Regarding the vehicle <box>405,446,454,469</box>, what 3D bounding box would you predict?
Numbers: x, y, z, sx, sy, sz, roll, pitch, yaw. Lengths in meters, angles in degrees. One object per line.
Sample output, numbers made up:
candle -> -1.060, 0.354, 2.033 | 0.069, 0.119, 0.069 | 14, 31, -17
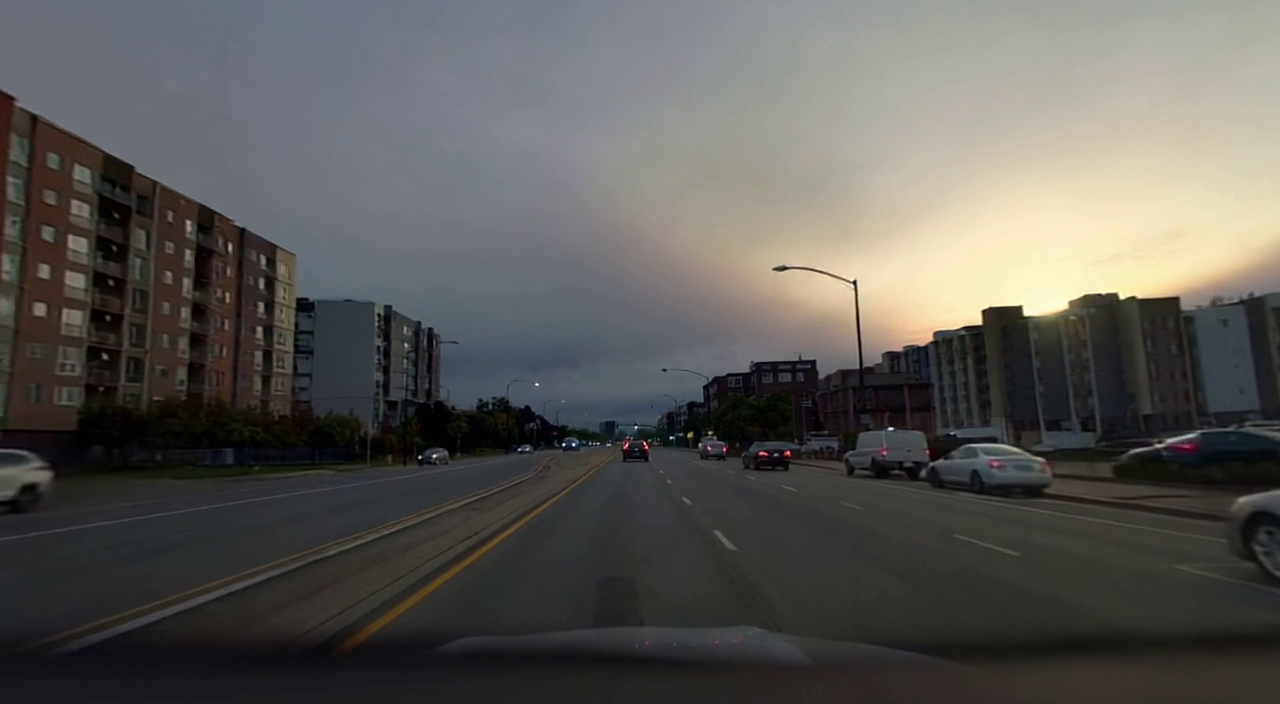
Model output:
vehicle -> -15.492, 7.773, 46.555 | 1.967, 1.574, 4.819 | 0, -9, 0

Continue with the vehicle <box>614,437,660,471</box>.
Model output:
vehicle -> -0.146, 5.080, 31.442 | 2.106, 1.553, 3.964 | 0, -9, 0

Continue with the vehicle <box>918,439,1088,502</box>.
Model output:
vehicle -> 9.982, 3.258, 17.803 | 2.089, 1.508, 4.323 | 0, -8, -2

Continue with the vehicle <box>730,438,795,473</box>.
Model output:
vehicle -> 5.776, 4.938, 30.279 | 2.154, 1.554, 4.149 | 1, -9, -2

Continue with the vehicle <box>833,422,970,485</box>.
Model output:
vehicle -> 10.121, 4.021, 25.259 | 2.441, 2.150, 6.729 | 1, -9, -2

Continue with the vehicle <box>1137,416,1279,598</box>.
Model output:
vehicle -> 6.586, 1.197, 4.480 | 2.121, 1.557, 4.898 | 0, -9, 1
